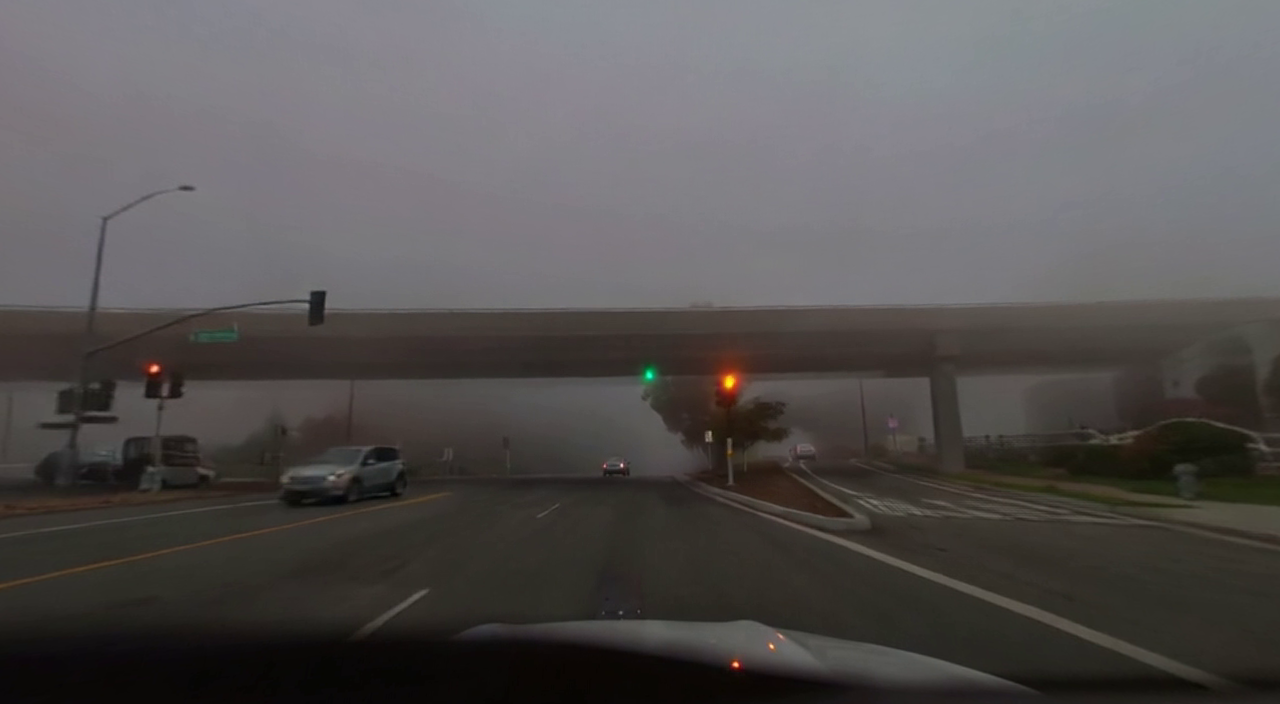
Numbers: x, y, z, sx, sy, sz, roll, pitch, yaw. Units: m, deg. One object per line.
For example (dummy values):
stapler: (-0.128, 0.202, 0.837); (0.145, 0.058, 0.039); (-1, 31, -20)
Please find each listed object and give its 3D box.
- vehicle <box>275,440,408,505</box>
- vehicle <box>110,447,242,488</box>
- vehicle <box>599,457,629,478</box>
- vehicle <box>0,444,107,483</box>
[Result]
vehicle: (-8.484, 3.433, 18.429); (1.886, 1.654, 4.037); (0, -8, 0)
vehicle: (-19.494, 4.833, 26.717); (3.877, 1.623, 2.049); (1, -9, -8)
vehicle: (-1.986, 9.055, 49.680); (1.997, 1.542, 4.202); (-1, -8, 3)
vehicle: (-28.486, 5.326, 30.505); (4.598, 1.765, 1.955); (-3, -9, 19)
